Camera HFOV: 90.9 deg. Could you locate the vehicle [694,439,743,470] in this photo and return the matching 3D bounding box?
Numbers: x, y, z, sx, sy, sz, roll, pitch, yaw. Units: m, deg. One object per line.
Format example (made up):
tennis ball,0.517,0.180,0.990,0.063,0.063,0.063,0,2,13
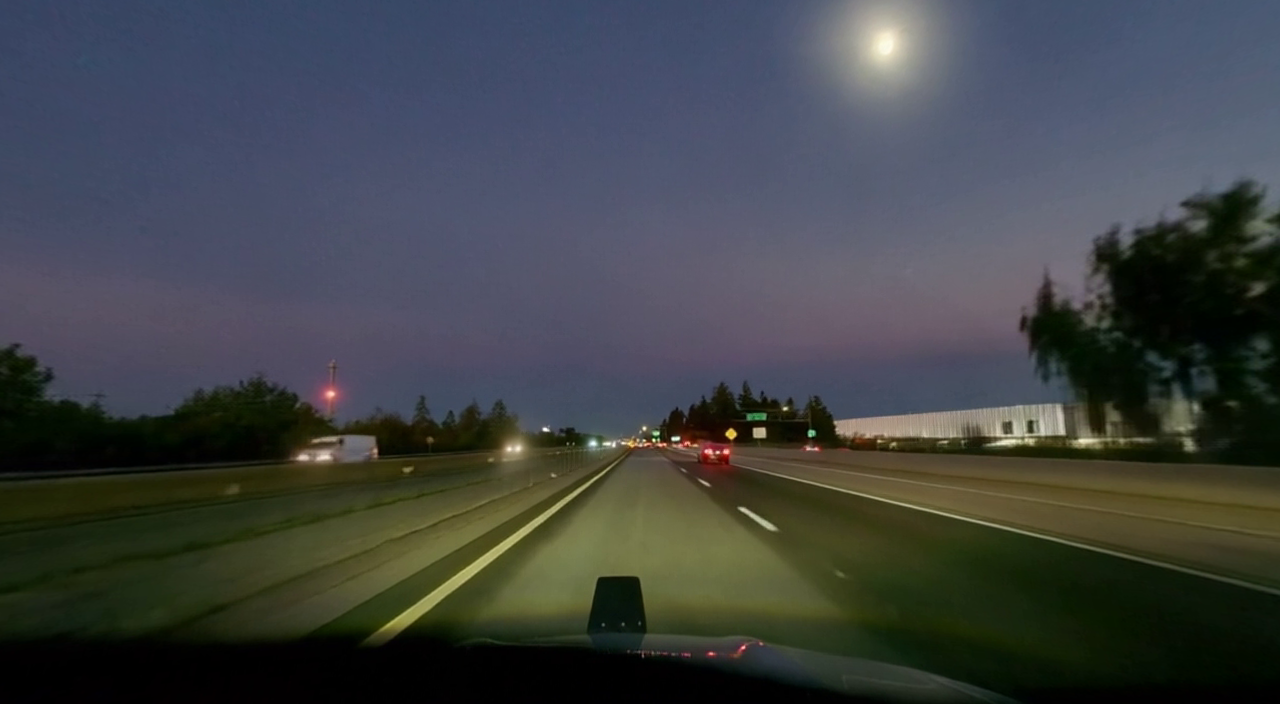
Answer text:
vehicle,4.103,5.443,33.623,2.062,1.518,4.026,0,-8,-1
